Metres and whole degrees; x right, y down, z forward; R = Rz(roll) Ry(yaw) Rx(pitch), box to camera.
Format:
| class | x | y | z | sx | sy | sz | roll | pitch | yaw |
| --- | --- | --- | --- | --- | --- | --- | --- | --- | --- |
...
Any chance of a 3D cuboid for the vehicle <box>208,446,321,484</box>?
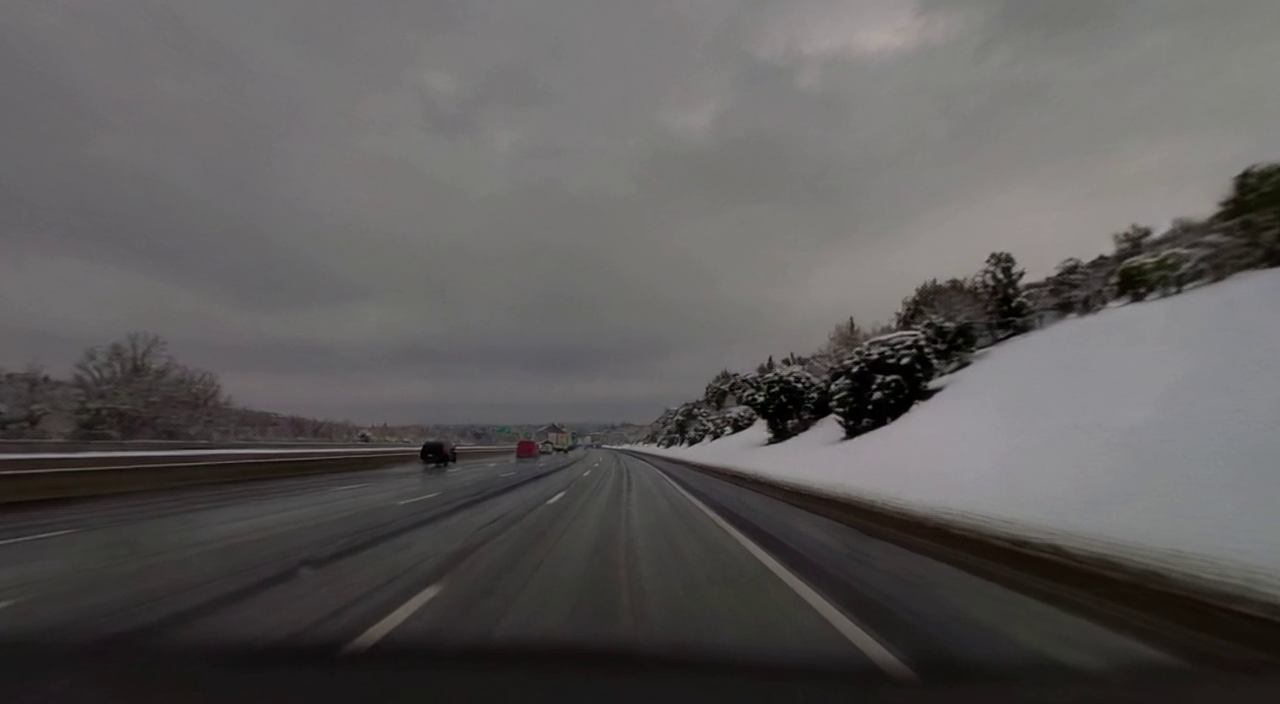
| class | x | y | z | sx | sy | sz | roll | pitch | yaw |
| --- | --- | --- | --- | --- | --- | --- | --- | --- | --- |
| vehicle | -15.573 | 4.690 | 26.540 | 1.955 | 1.429 | 4.575 | 0 | -9 | -1 |
